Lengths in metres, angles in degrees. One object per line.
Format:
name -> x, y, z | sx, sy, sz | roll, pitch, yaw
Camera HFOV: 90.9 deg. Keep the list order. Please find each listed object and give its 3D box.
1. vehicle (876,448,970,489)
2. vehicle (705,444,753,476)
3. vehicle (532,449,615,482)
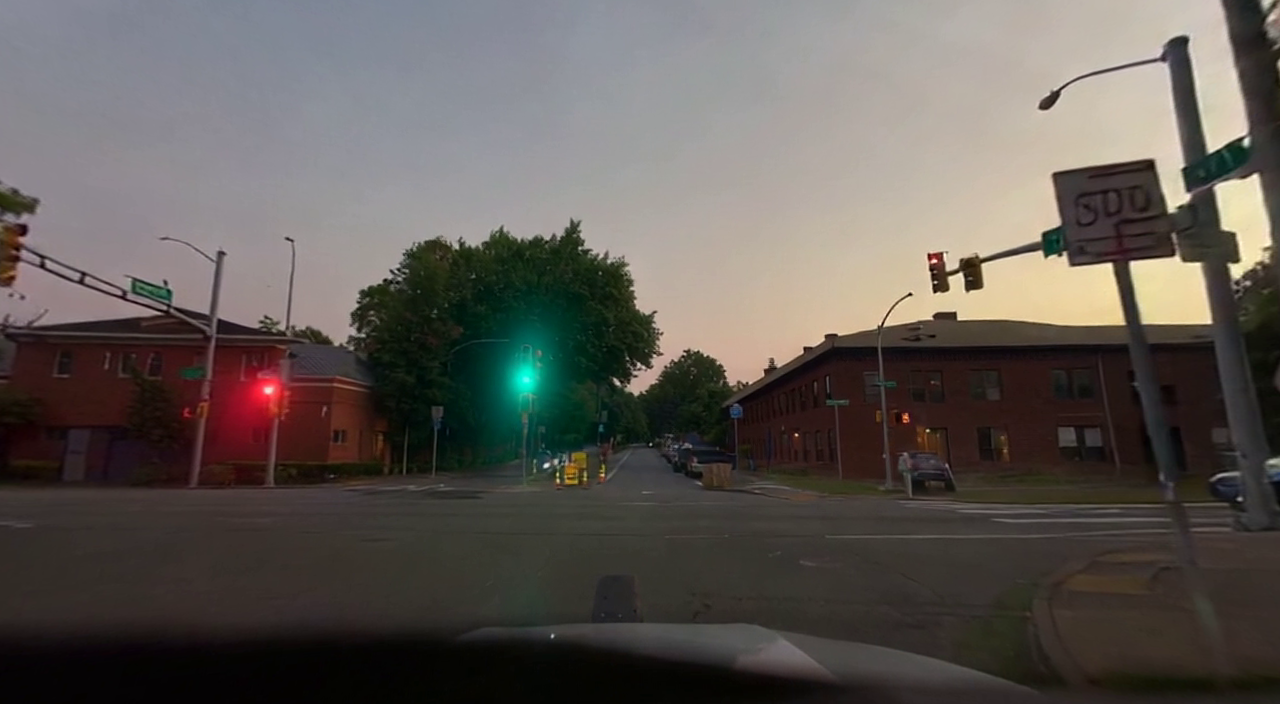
vehicle -> 11.600, 4.858, 26.168 | 1.922, 1.529, 3.964 | 1, -12, -2
vehicle -> 5.887, 7.123, 41.835 | 1.491, 2.041, 2.964 | 6, -10, -35
vehicle -> -3.485, 5.911, 33.153 | 3.991, 1.526, 1.868 | -4, -9, 30
